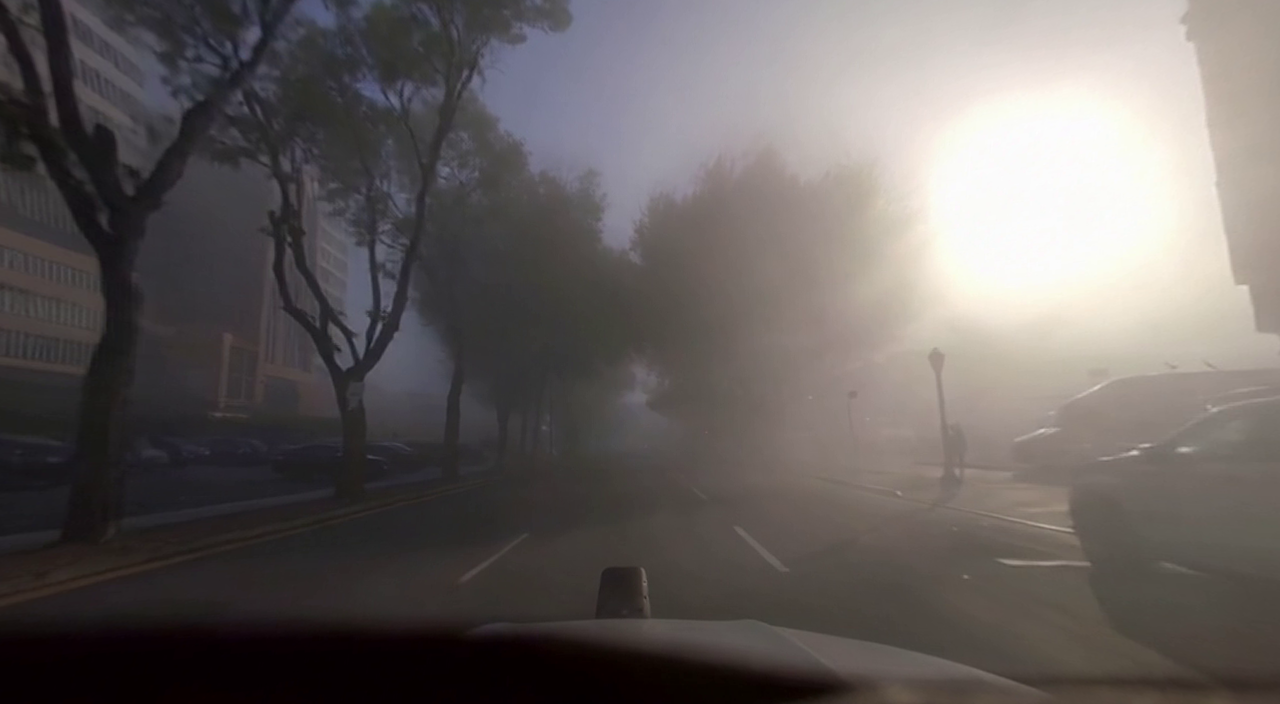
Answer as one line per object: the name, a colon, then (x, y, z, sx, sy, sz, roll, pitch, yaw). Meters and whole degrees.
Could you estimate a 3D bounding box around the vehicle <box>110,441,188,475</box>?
vehicle: (-27.408, 5.891, 35.364, 2.026, 1.723, 4.322, 3, -8, -19)

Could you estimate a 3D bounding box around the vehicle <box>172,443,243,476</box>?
vehicle: (-24.631, 6.092, 36.081, 2.026, 1.723, 4.633, 4, -9, -18)

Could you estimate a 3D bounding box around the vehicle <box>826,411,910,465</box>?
vehicle: (13.193, 5.089, 36.965, 2.935, 2.889, 5.499, -1, -9, 2)

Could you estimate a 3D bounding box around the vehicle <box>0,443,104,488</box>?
vehicle: (-24.659, 4.472, 24.985, 2.032, 1.686, 4.652, -3, -9, 19)

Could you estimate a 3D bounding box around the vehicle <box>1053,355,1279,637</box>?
vehicle: (5.958, 0.957, 3.968, 2.356, 2.076, 6.287, 0, -9, -1)

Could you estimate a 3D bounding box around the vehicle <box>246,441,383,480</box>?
vehicle: (-14.609, 4.905, 28.572, 4.954, 1.614, 2.227, 0, -9, -4)

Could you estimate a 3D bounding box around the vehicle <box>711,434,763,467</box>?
vehicle: (6.041, 6.227, 39.897, 2.338, 1.942, 5.267, 0, -9, -1)
